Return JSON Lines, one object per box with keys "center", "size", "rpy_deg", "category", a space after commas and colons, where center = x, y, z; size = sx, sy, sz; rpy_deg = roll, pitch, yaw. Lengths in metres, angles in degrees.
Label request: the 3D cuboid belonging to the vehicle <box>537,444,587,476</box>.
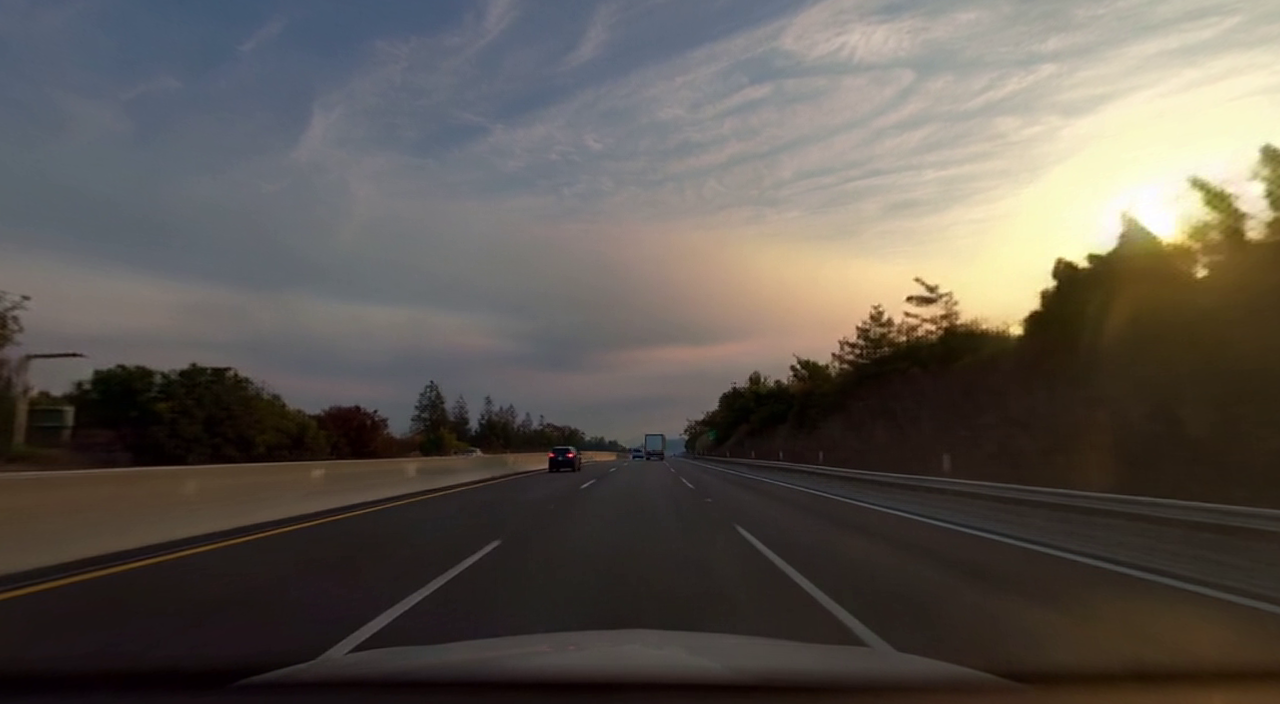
{"center": [-4.105, 5.719, 33.681], "size": [2.035, 1.595, 4.022], "rpy_deg": [0, -9, 2], "category": "vehicle"}
